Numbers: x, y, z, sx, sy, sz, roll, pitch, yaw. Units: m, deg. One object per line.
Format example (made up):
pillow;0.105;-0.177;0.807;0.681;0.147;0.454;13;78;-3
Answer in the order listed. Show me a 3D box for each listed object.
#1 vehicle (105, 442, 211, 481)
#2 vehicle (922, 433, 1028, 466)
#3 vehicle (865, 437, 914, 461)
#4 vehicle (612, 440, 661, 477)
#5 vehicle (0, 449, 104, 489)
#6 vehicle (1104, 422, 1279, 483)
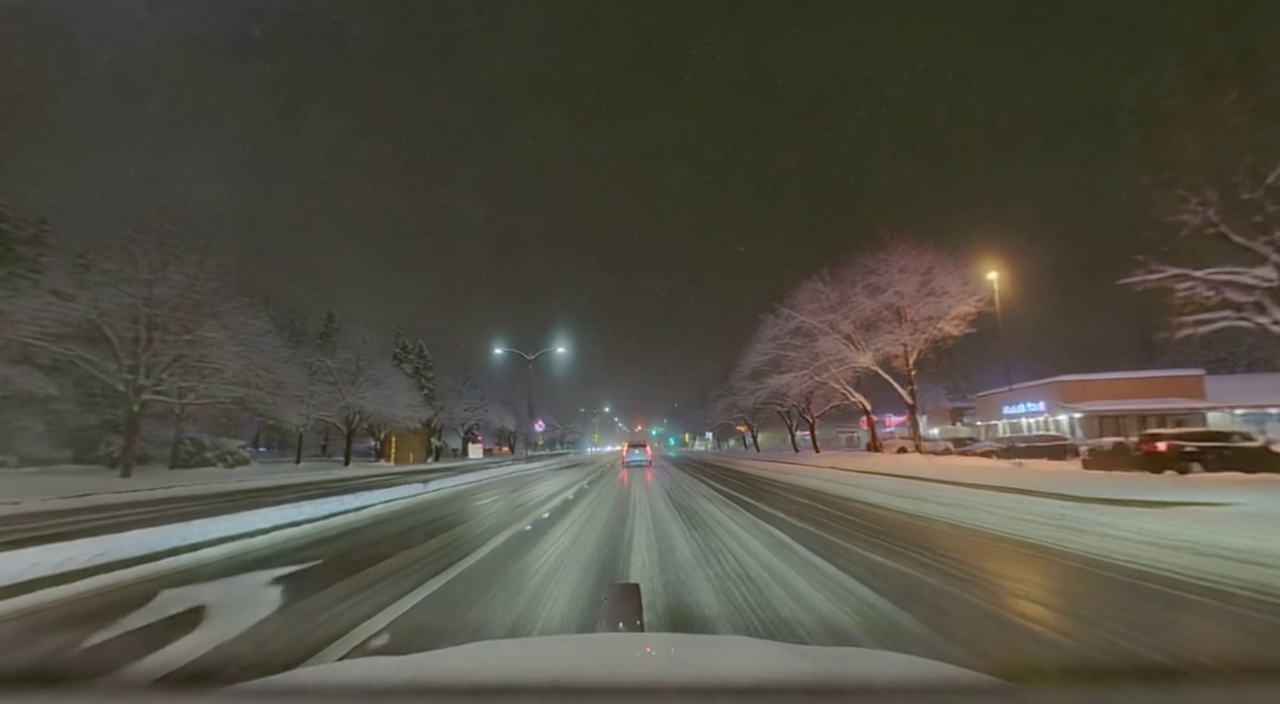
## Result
vehicle;-26.987;6.146;35.356;4.087;1.755;2.304;-5;-9;1
vehicle;17.040;4.961;32.149;4.224;1.614;2.028;0;-9;-1
vehicle;18.950;7.405;48.088;1.894;1.706;4.583;0;-9;1
vehicle;-0.188;4.567;27.213;1.998;1.452;3.773;0;-8;-1
vehicle;-26.812;5.115;27.749;4.444;1.630;2.287;-1;-8;6
vehicle;17.927;3.138;19.712;5.083;1.778;2.063;0;-9;1
